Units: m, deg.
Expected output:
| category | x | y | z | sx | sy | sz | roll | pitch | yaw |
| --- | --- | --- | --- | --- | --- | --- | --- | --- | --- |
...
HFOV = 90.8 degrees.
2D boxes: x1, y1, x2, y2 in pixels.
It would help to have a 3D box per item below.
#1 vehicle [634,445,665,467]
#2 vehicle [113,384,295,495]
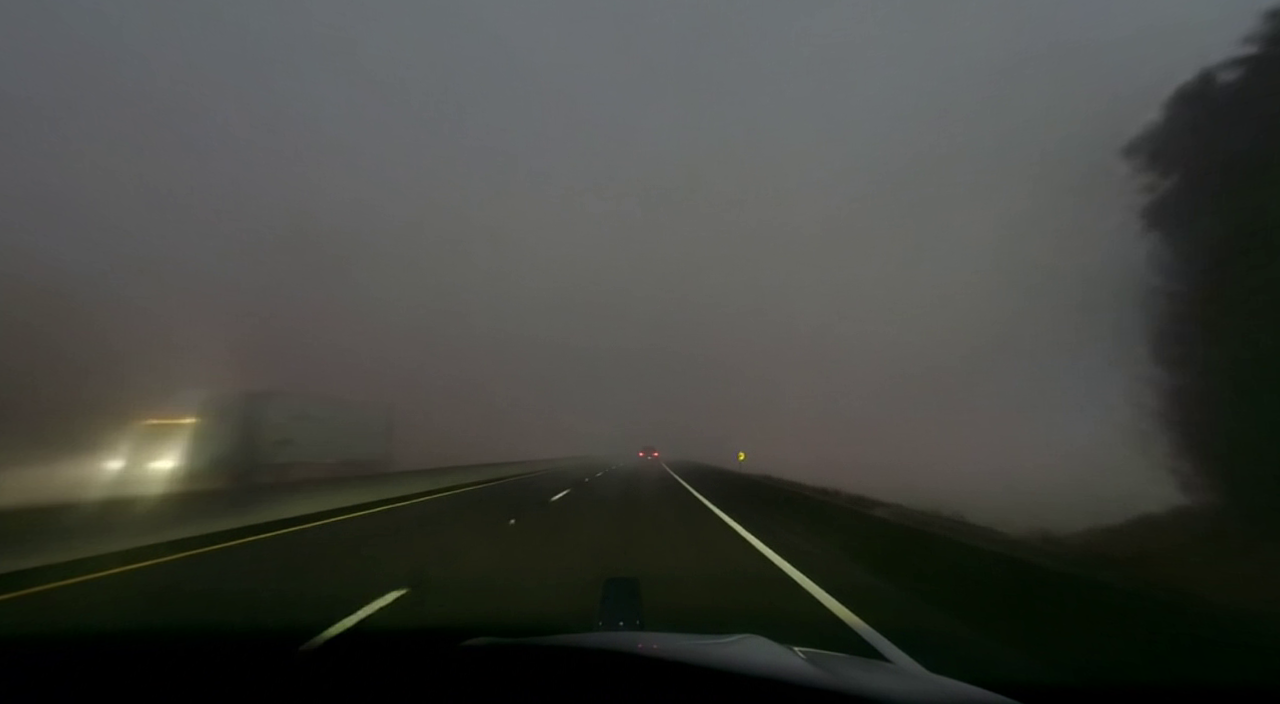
| category | x | y | z | sx | sy | sz | roll | pitch | yaw |
| --- | --- | --- | --- | --- | --- | --- | --- | --- | --- |
| vehicle | 0.741 | 7.832 | 47.588 | 2.221 | 1.603 | 4.149 | 0 | -9 | 1 |
| vehicle | -17.221 | 3.567 | 25.550 | 3.024 | 3.921 | 5.784 | 0 | -9 | 0 |
